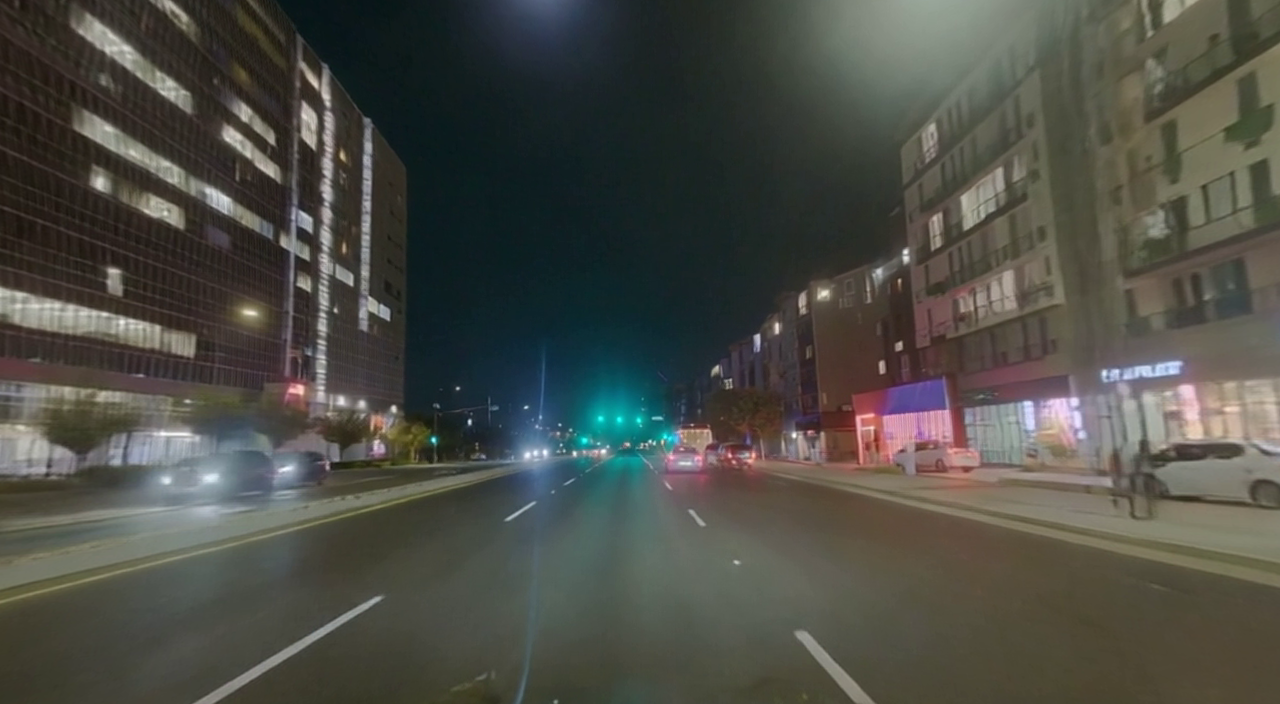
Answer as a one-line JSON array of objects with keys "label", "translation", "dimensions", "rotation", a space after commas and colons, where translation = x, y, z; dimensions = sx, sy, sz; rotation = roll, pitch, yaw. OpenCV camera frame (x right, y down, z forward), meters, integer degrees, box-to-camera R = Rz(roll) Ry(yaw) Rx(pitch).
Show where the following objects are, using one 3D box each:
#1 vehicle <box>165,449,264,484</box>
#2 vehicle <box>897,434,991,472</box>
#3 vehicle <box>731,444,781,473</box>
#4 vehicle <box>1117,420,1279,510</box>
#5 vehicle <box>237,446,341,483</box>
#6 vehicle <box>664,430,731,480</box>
[{"label": "vehicle", "translation": [-20.785, 5.562, 31.083], "dimensions": [1.843, 1.551, 4.221], "rotation": [0, -9, 1]}, {"label": "vehicle", "translation": [14.393, 4.812, 30.218], "dimensions": [1.975, 1.648, 4.451], "rotation": [1, -8, -5]}, {"label": "vehicle", "translation": [6.262, 5.759, 34.499], "dimensions": [1.795, 1.459, 4.333], "rotation": [0, -9, -2]}, {"label": "vehicle", "translation": [14.214, 2.631, 14.943], "dimensions": [2.019, 1.819, 4.909], "rotation": [0, -9, 1]}, {"label": "vehicle", "translation": [-15.388, 4.935, 28.015], "dimensions": [2.019, 1.471, 4.513], "rotation": [0, -9, 0]}, {"label": "vehicle", "translation": [2.182, 4.131, 25.534], "dimensions": [2.130, 1.787, 5.126], "rotation": [0, -9, -1]}]
